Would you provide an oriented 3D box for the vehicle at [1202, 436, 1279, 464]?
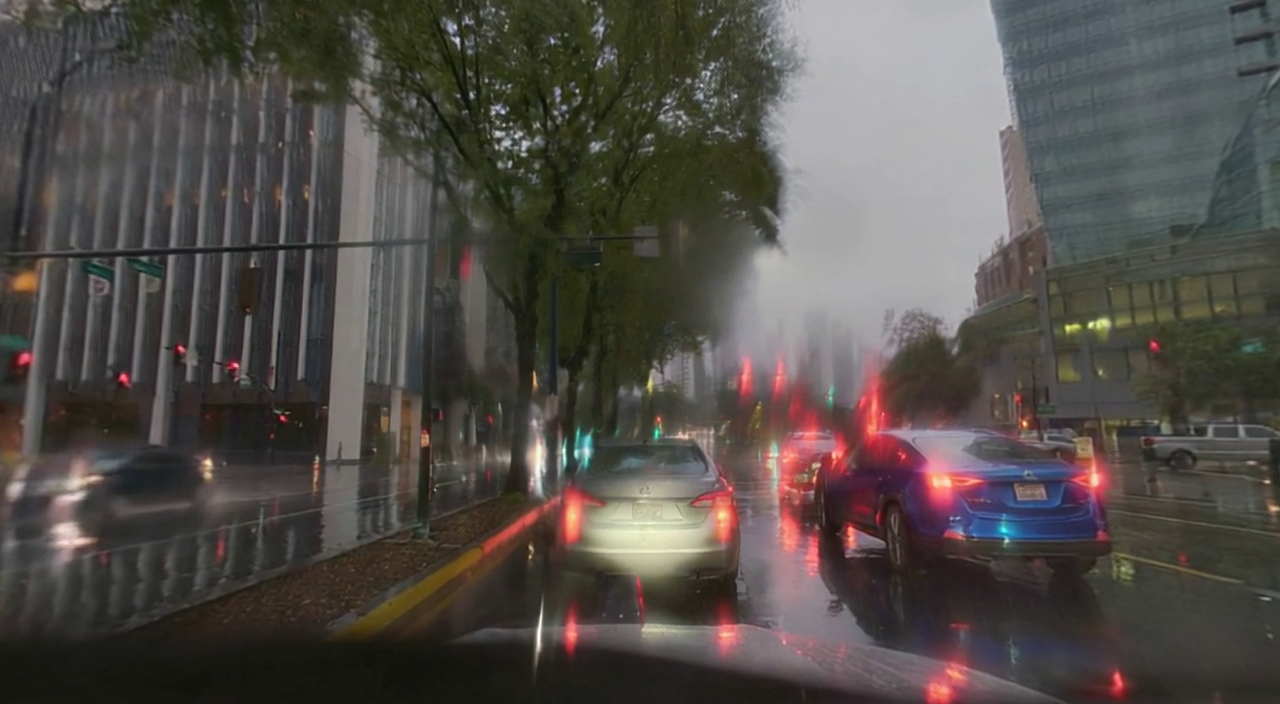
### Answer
[{"bbox_3d":[35.207,5.627,36.133,4.190,1.535,1.998,0,-9,-1],"label":"vehicle"}]

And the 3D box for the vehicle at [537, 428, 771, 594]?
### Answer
[{"bbox_3d":[0.091,1.733,7.727,2.087,1.468,4.014,0,-9,-1],"label":"vehicle"}]

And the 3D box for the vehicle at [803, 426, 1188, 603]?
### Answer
[{"bbox_3d":[3.642,1.737,7.736,2.018,1.491,4.544,0,-9,-1],"label":"vehicle"}]

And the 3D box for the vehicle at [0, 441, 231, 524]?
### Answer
[{"bbox_3d":[-12.276,2.979,15.040,2.009,1.642,4.482,0,-9,0],"label":"vehicle"}]
